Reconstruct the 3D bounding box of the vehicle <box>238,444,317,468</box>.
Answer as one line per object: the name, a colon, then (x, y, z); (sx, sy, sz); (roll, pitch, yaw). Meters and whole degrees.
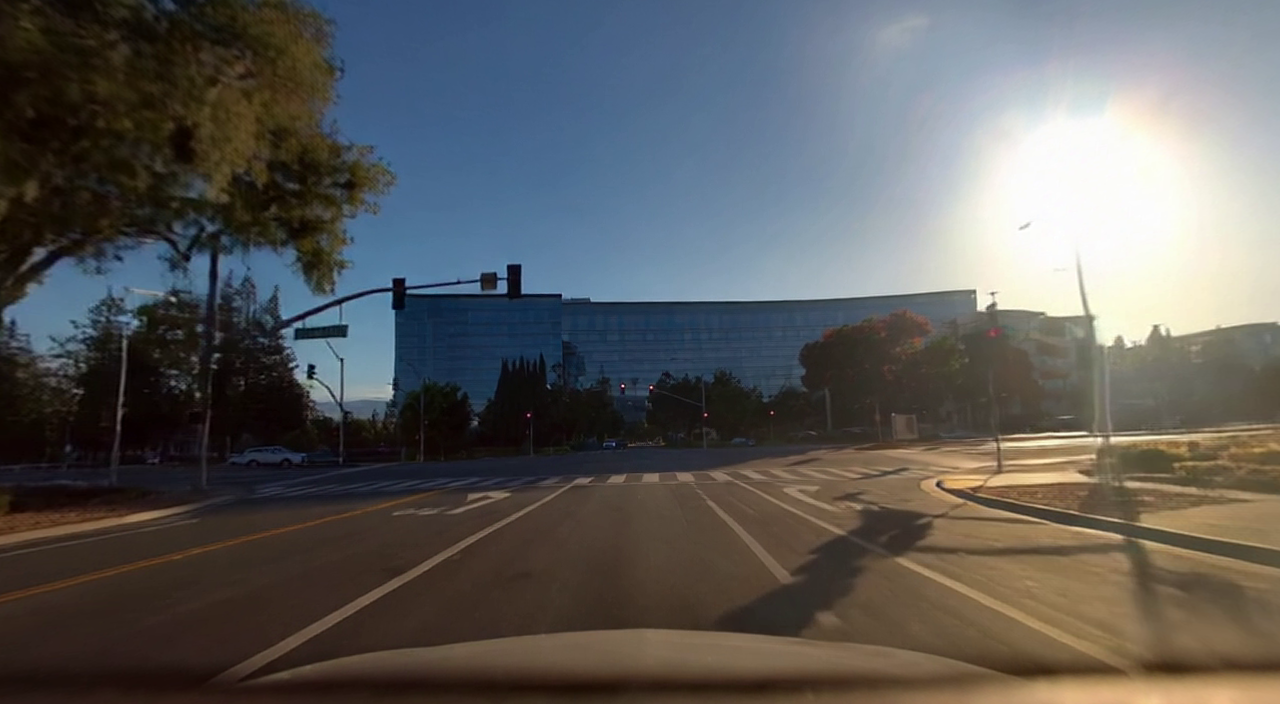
vehicle: (-25.030, 7.156, 43.579); (4.332, 1.573, 1.900); (0, -8, 3)
